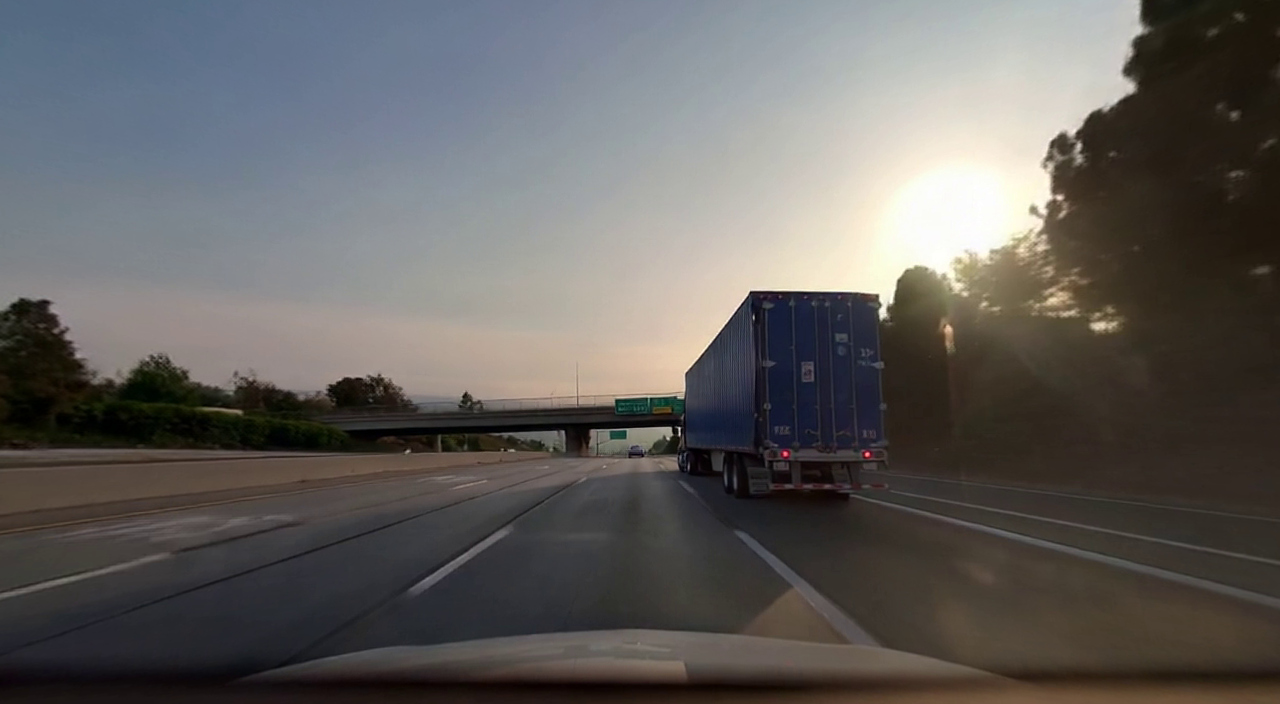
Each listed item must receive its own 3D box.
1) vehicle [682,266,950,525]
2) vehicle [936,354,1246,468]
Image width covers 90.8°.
[{"bbox_3d":[3.307,1.870,18.243,2.743,4.160,16.408,0,-9,-1],"label":"vehicle"},{"bbox_3d":[21.384,3.523,32.354,4.916,4.592,13.750,1,-10,-4],"label":"vehicle"}]
